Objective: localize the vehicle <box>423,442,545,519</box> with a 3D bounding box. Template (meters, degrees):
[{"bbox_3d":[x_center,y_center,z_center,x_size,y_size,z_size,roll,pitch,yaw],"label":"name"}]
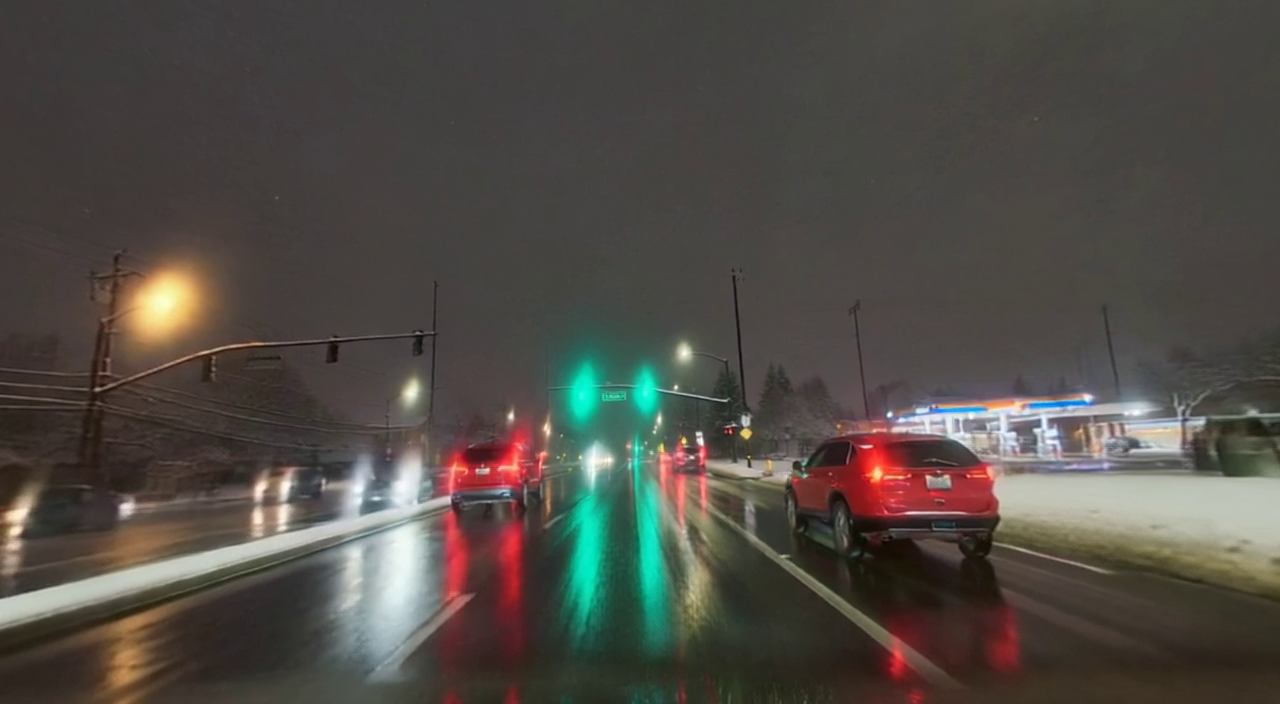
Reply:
[{"bbox_3d":[-3.644,3.058,15.580,1.935,1.617,4.045,0,-9,1],"label":"vehicle"}]

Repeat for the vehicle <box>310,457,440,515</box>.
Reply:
[{"bbox_3d":[-8.101,4.096,19.861,2.056,1.519,4.383,-1,-9,2],"label":"vehicle"}]

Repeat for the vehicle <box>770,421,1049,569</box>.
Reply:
[{"bbox_3d":[3.532,1.962,9.462,2.085,1.655,4.459,0,-9,-2],"label":"vehicle"}]

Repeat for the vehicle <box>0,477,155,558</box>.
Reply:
[{"bbox_3d":[-14.280,3.831,15.035,1.861,1.472,4.543,0,-9,0],"label":"vehicle"}]

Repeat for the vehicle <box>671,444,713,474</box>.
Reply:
[{"bbox_3d":[3.162,6.643,39.397,2.066,1.699,4.419,0,-9,-2],"label":"vehicle"}]

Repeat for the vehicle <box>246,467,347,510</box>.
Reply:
[{"bbox_3d":[-14.199,5.627,26.409,1.833,1.476,4.117,-1,-9,1],"label":"vehicle"}]
